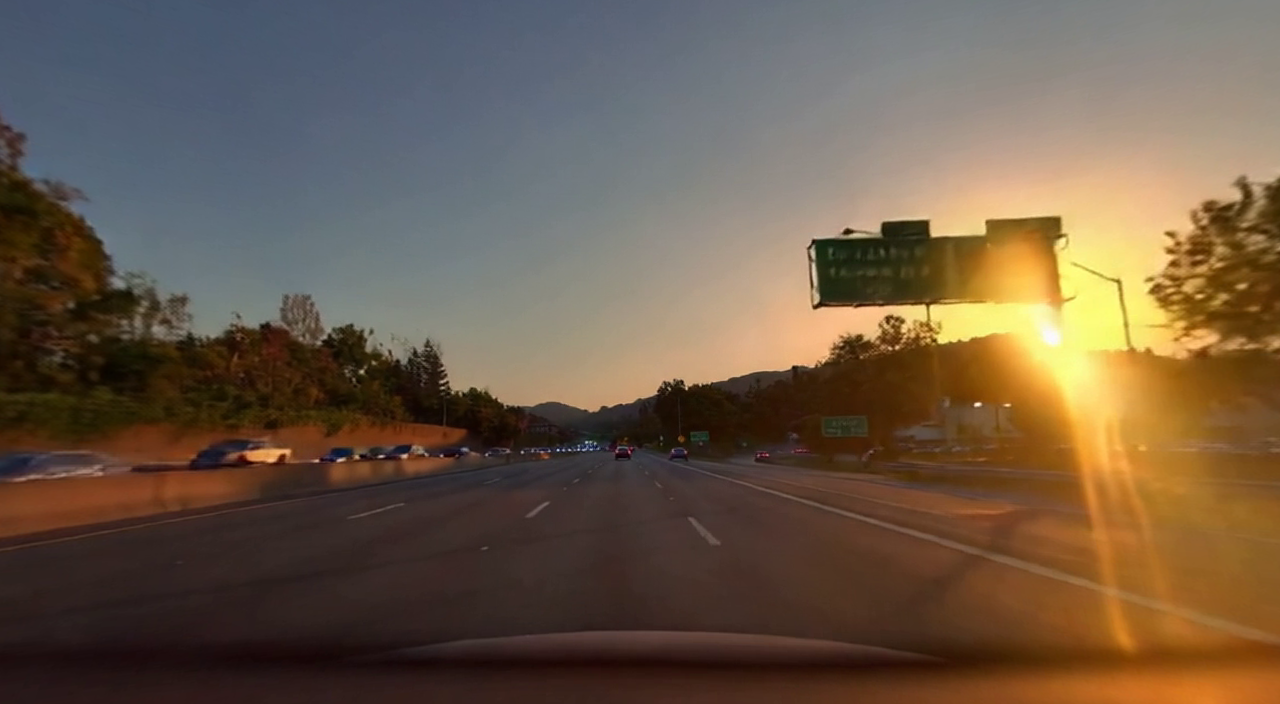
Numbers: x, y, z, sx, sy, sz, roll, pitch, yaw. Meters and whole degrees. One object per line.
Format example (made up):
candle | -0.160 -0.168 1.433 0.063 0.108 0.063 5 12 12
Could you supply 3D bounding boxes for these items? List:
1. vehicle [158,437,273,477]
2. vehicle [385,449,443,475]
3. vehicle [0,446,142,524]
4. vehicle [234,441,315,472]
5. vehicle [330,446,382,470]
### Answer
vehicle | -23.319 5.769 35.098 2.290 1.994 6.114 0 -9 -2
vehicle | -13.406 6.533 37.724 1.881 1.427 4.211 0 -9 0
vehicle | -12.972 2.645 12.831 1.969 1.441 4.622 0 -9 -1
vehicle | -23.574 6.747 41.063 2.336 1.904 5.050 0 -9 -2
vehicle | -20.437 7.607 45.643 1.936 1.607 4.160 0 -9 -2
